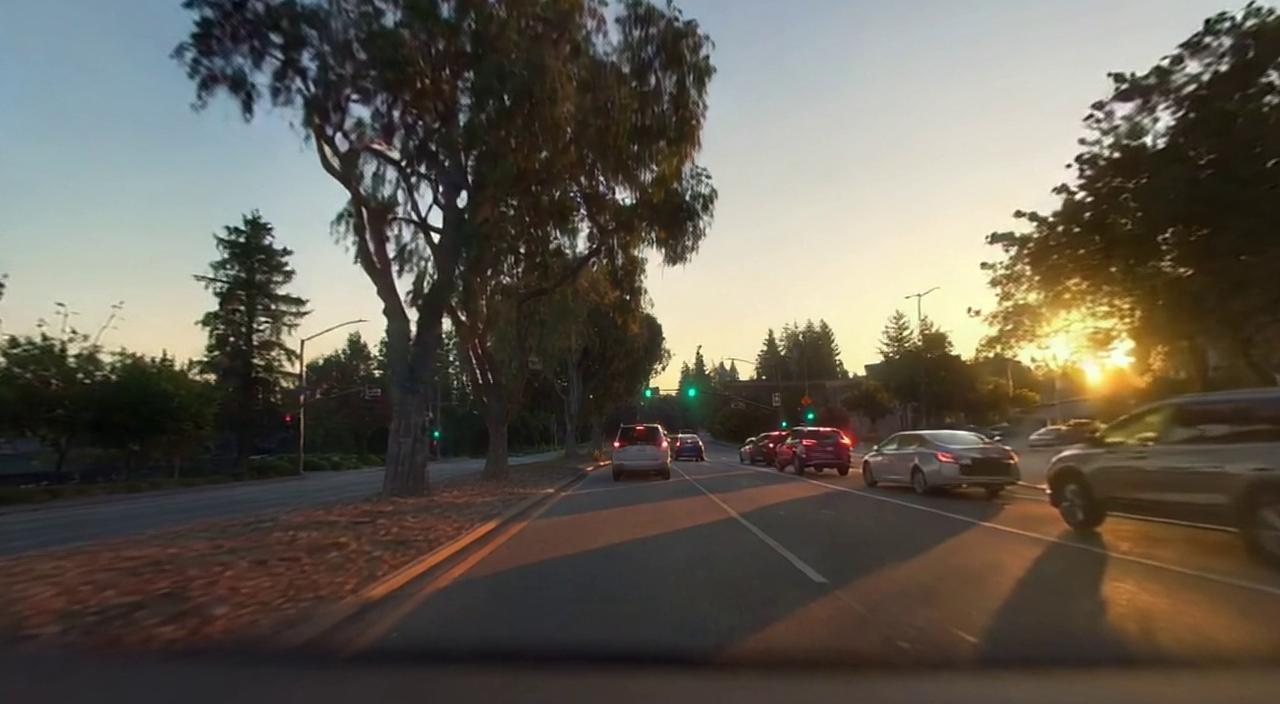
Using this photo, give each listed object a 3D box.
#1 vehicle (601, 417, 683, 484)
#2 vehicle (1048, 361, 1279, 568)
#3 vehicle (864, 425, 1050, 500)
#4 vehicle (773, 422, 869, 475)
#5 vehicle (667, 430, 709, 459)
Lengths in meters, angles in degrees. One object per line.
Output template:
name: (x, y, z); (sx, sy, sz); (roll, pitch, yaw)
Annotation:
vehicle: (0.061, 3.137, 20.263); (2.353, 1.894, 4.122); (0, -9, 0)
vehicle: (7.091, 1.161, 6.650); (2.226, 1.913, 4.901); (0, -9, -1)
vehicle: (7.337, 2.624, 15.351); (2.004, 1.504, 4.836); (0, -9, 0)
vehicle: (7.039, 3.849, 25.256); (2.251, 1.873, 5.346); (0, -9, 0)
vehicle: (3.166, 6.262, 42.660); (2.388, 1.833, 4.506); (0, -9, -1)
